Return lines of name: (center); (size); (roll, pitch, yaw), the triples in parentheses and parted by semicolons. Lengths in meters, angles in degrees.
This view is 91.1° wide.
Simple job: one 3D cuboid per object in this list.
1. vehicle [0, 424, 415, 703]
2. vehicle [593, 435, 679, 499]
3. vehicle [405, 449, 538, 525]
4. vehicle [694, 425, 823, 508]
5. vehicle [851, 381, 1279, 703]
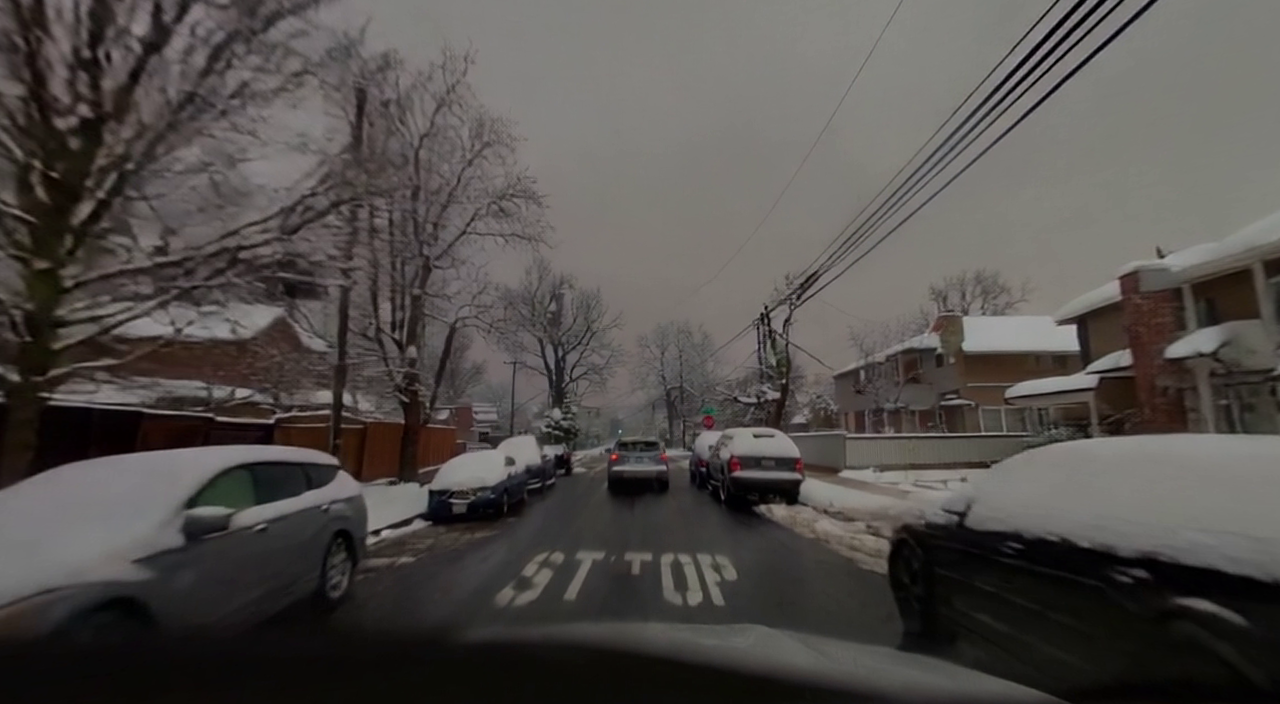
vehicle: (-3.156, 1.270, 4.092); (1.911, 1.449, 4.412); (0, -8, -3)
vehicle: (-0.118, 3.028, 16.971); (2.010, 1.499, 4.107); (0, -8, -1)
vehicle: (-3.315, 2.704, 13.124); (1.728, 1.305, 3.805); (0, -8, 0)
vehicle: (2.579, 2.653, 15.043); (2.136, 1.650, 4.837); (0, -8, 0)
vehicle: (2.808, 1.057, 3.034); (1.967, 1.563, 4.237); (0, -8, -2)
